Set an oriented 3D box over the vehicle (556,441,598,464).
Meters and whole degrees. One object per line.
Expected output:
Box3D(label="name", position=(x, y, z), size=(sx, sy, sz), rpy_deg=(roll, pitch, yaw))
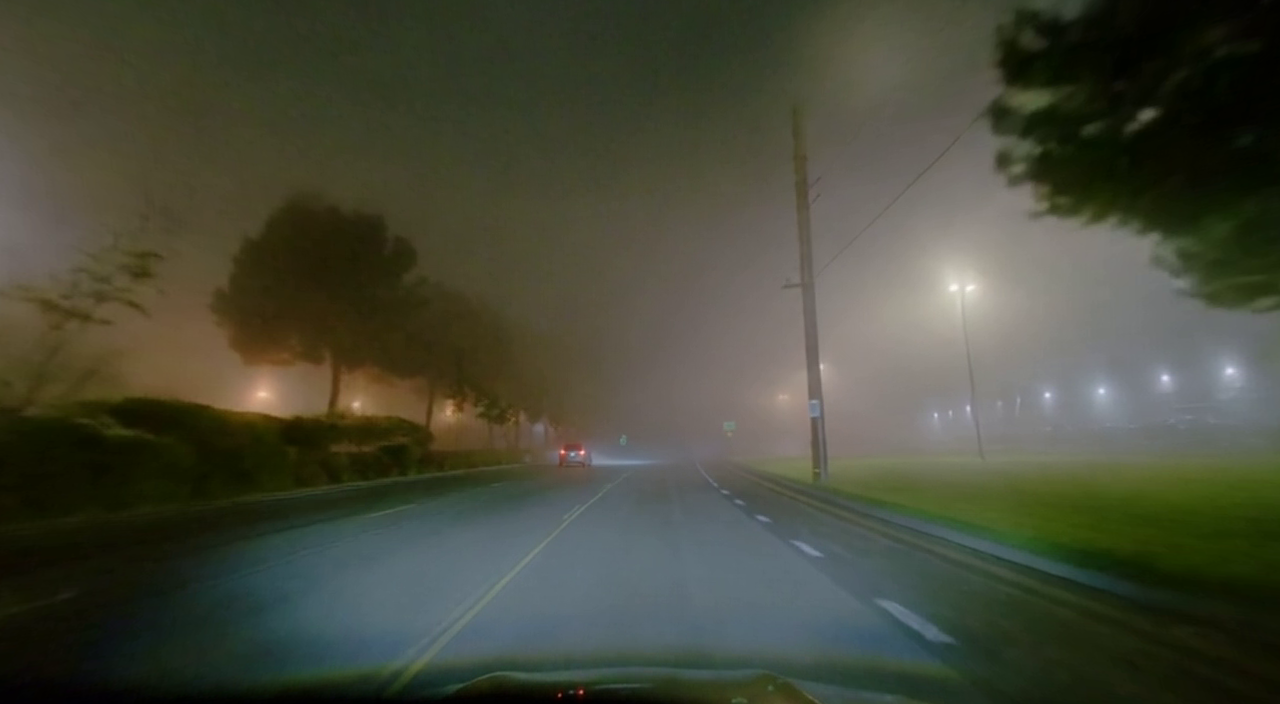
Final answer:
Box3D(label="vehicle", position=(-4.205, 6.826, 43.032), size=(1.945, 1.461, 4.605), rpy_deg=(-1, -8, 6))
